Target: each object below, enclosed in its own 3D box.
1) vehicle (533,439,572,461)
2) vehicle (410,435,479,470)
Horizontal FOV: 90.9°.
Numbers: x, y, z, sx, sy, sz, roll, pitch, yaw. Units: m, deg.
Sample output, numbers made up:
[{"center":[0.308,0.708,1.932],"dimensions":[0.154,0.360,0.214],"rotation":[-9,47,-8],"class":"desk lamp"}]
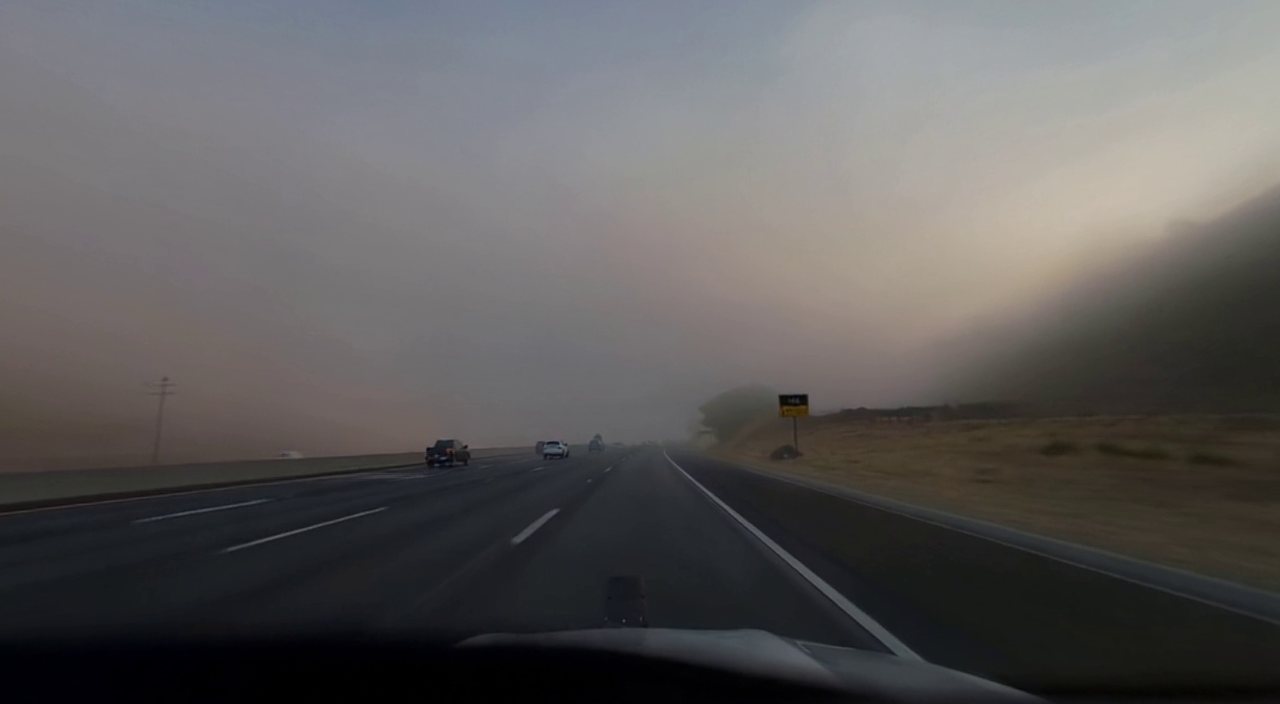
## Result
[{"center":[-6.347,7.162,46.263],"dimensions":[2.107,1.484,4.449],"rotation":[0,-9,2],"class":"vehicle"},{"center":[-10.381,5.373,33.869],"dimensions":[2.122,1.695,4.437],"rotation":[0,-9,2],"class":"vehicle"}]
